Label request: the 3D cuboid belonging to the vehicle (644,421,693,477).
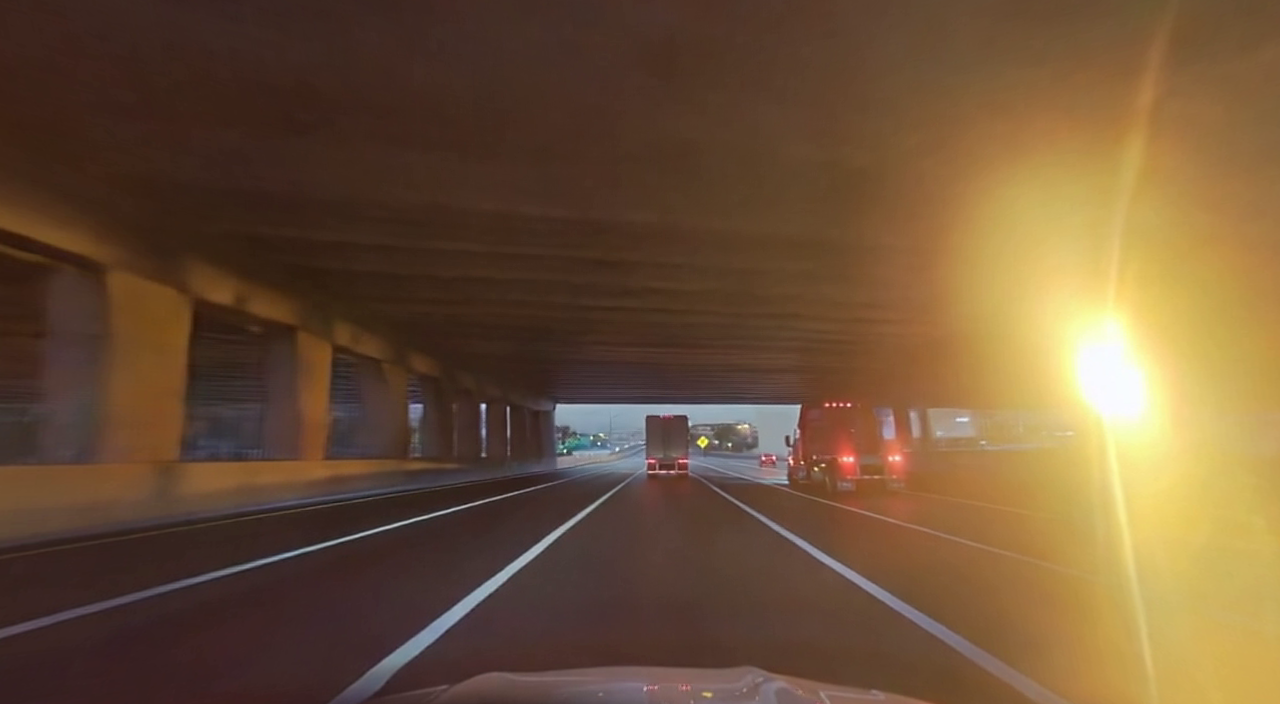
[{"bbox_3d":[2.230,7.581,49.051,3.244,3.713,12.155,-1,-9,3],"label":"vehicle"}]
